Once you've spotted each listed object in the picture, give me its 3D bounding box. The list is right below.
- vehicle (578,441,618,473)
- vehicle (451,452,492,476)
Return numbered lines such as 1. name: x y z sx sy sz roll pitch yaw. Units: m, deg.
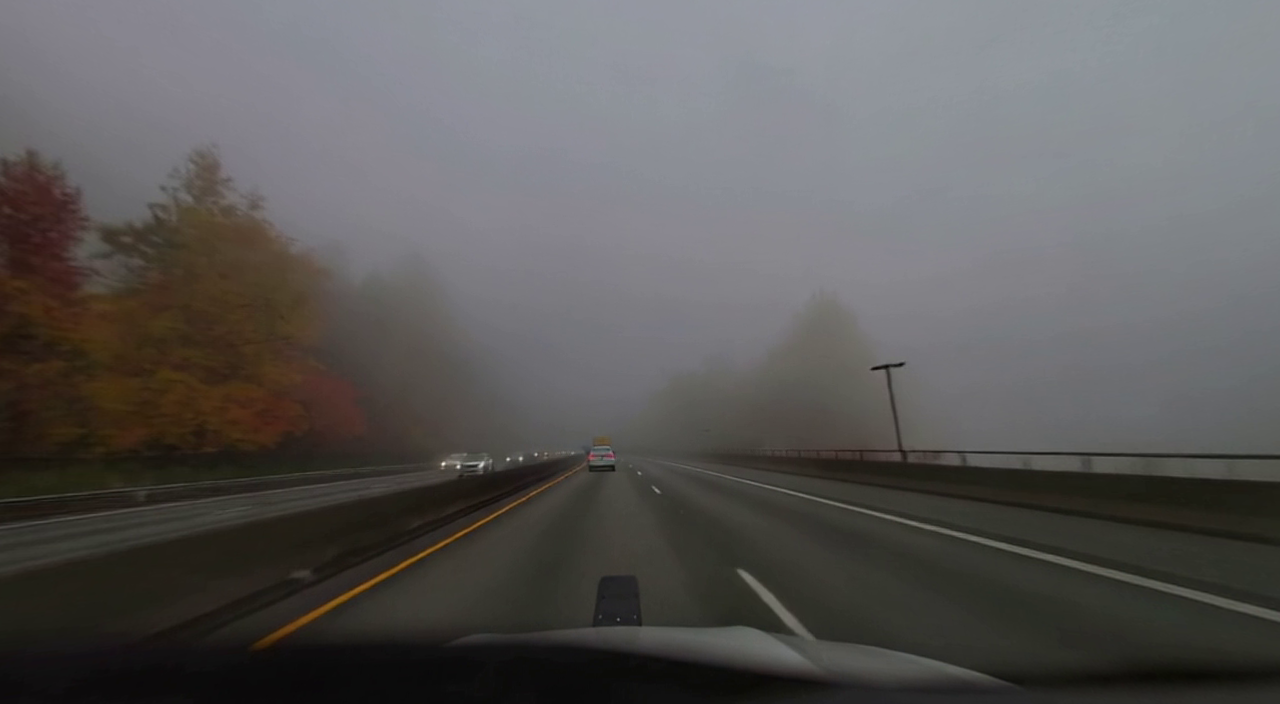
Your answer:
1. vehicle: -2.341 6.013 36.077 2.168 1.705 4.272 0 -9 -2
2. vehicle: -11.654 7.755 43.639 1.923 1.513 3.904 0 -9 -2
